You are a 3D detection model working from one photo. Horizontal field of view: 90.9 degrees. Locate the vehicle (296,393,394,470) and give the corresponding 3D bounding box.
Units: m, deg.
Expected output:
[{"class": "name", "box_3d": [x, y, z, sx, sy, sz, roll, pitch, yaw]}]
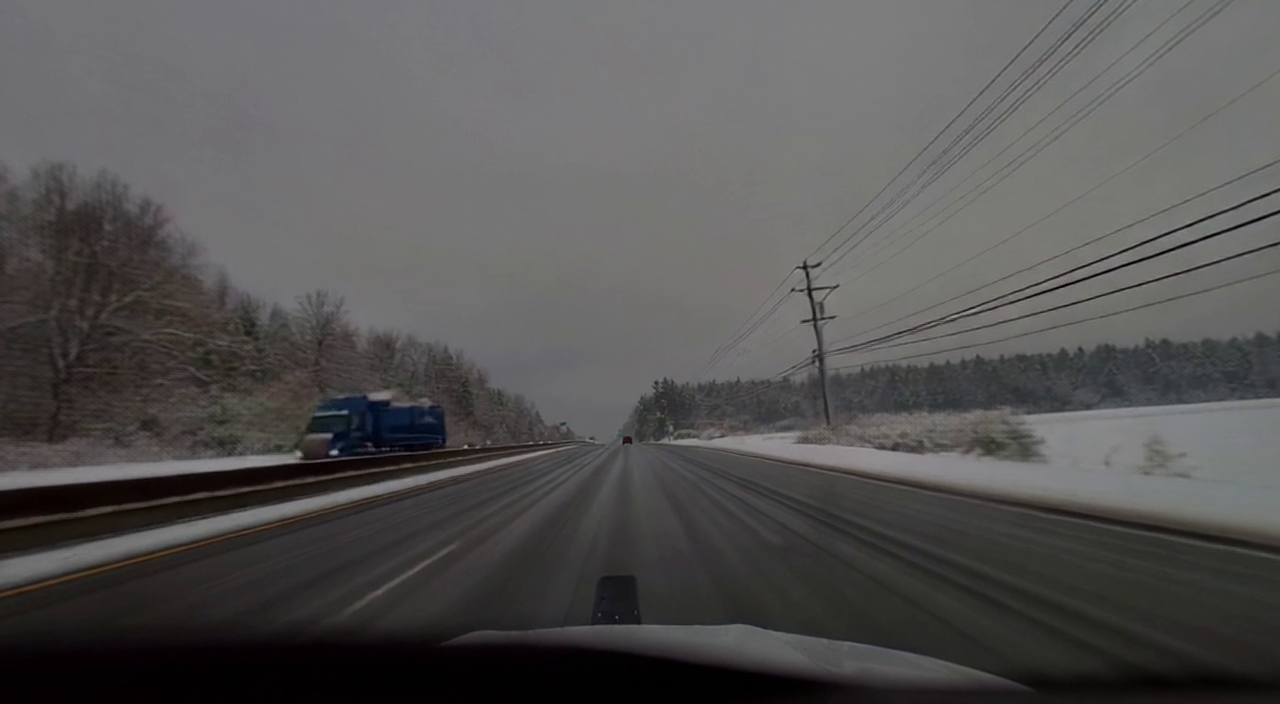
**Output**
[{"class": "vehicle", "box_3d": [-17.734, 4.887, 38.450, 2.924, 4.272, 6.223, 0, -8, -1]}]
